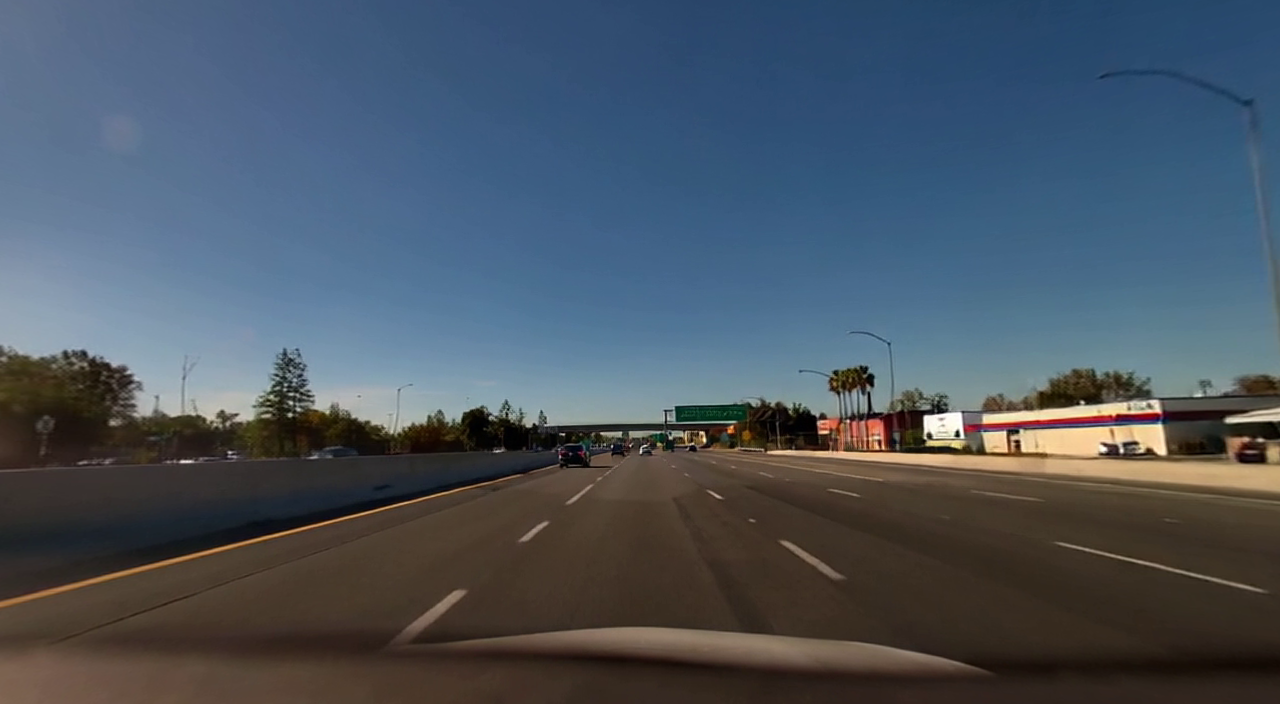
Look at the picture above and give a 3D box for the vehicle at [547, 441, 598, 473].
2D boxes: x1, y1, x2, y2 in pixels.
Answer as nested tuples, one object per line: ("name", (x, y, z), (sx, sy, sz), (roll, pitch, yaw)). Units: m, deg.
("vehicle", (-3.404, 5.409, 32.584), (2.114, 1.510, 4.186), (-1, -9, 1))
